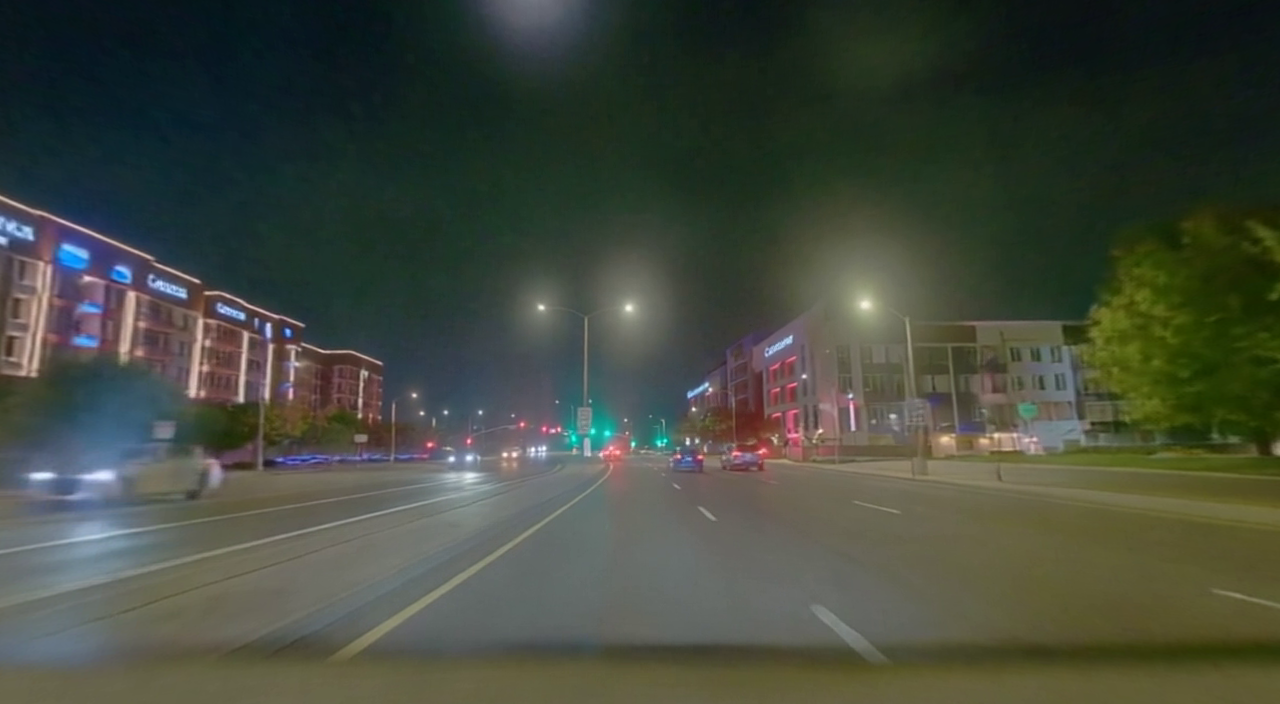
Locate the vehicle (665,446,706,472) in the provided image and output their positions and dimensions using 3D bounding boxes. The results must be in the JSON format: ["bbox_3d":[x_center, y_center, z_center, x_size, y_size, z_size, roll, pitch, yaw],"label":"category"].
[{"bbox_3d":[2.794,6.728,39.893,2.020,1.479,4.650,0,-9,-3],"label":"vehicle"}]

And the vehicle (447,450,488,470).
[{"bbox_3d":[-13.387,8.427,49.393,1.946,1.441,4.661,0,-9,-1],"label":"vehicle"}]

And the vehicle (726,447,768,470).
[{"bbox_3d":[7.052,7.053,42.075,1.932,1.439,4.159,0,-9,-3],"label":"vehicle"}]

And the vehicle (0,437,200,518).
[{"bbox_3d":[-13.473,2.998,15.632,1.953,1.688,4.435,0,-9,0],"label":"vehicle"}]
